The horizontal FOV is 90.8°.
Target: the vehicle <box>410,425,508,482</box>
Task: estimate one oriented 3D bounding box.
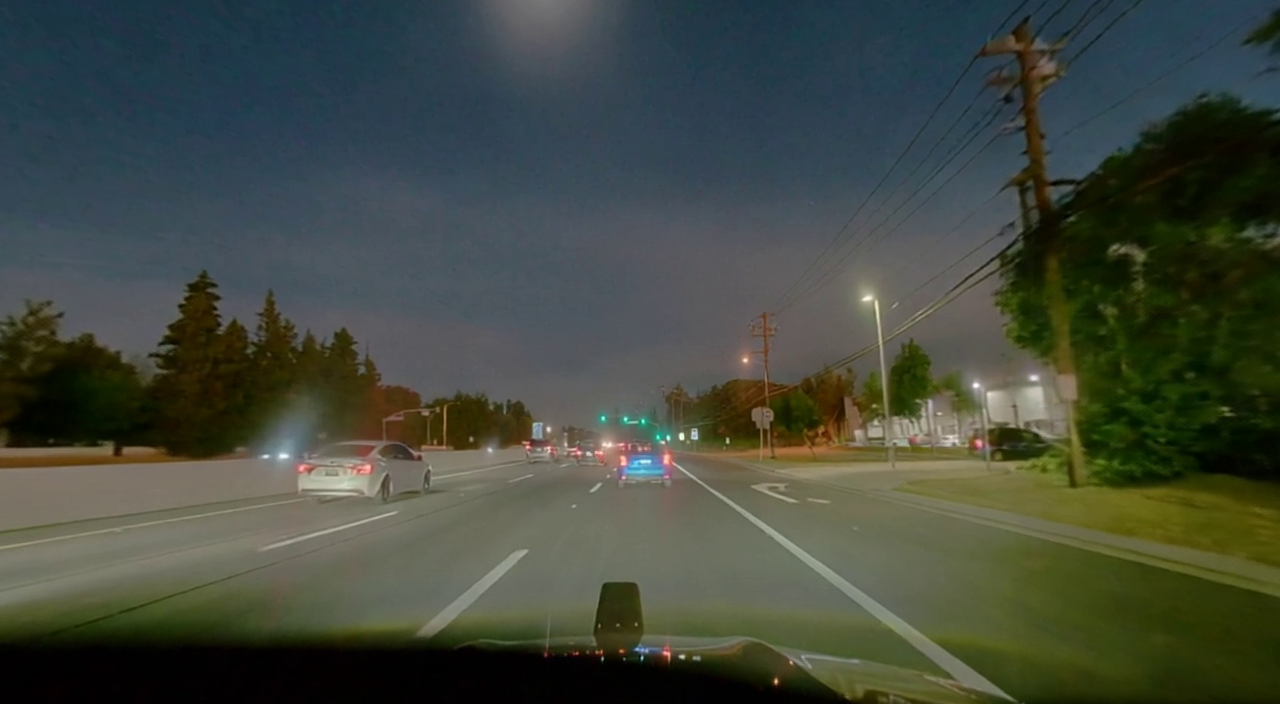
[{"bbox_3d":[-6.641,3.810,23.898,2.144,1.905,4.967,0,-8,1],"label":"vehicle"}]

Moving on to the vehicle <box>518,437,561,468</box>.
[{"bbox_3d":[-6.041,6.088,38.450,1.914,1.756,4.179,0,-8,1],"label":"vehicle"}]

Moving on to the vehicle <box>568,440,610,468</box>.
[{"bbox_3d":[-2.905,5.930,36.809,2.055,1.510,3.961,0,-8,1],"label":"vehicle"}]

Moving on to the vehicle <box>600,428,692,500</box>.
[{"bbox_3d":[0.132,2.920,16.825,2.140,1.653,4.108,0,-8,0],"label":"vehicle"}]

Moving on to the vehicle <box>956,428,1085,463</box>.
[{"bbox_3d":[17.671,4.366,29.497,4.659,1.572,2.019,0,-8,0],"label":"vehicle"}]

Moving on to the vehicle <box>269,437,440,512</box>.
[{"bbox_3d":[-6.469,2.800,15.017,1.900,1.483,4.547,0,-8,1],"label":"vehicle"}]
